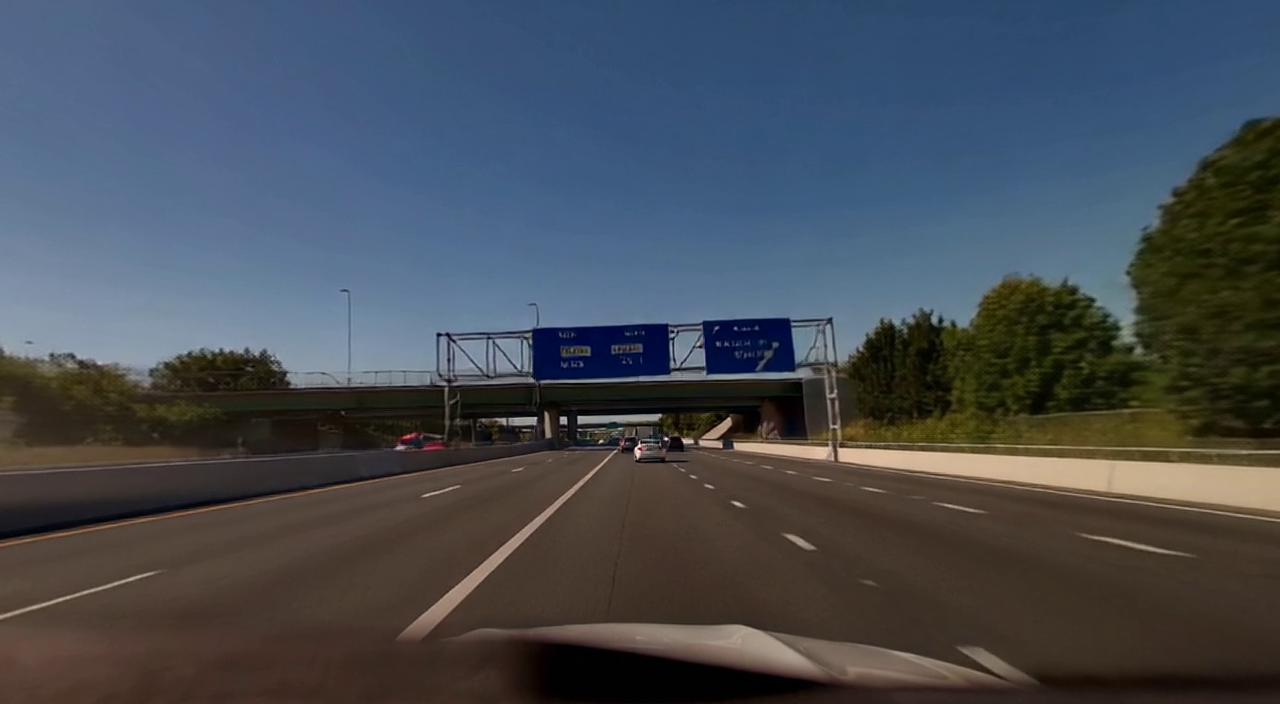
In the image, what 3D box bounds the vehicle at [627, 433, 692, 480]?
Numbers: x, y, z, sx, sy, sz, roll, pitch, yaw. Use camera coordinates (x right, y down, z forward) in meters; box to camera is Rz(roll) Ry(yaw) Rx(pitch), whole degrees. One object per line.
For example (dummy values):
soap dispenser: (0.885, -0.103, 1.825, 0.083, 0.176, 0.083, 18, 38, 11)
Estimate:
vehicle: (0.576, 3.599, 22.018, 2.046, 1.467, 3.844, 0, -8, -2)
